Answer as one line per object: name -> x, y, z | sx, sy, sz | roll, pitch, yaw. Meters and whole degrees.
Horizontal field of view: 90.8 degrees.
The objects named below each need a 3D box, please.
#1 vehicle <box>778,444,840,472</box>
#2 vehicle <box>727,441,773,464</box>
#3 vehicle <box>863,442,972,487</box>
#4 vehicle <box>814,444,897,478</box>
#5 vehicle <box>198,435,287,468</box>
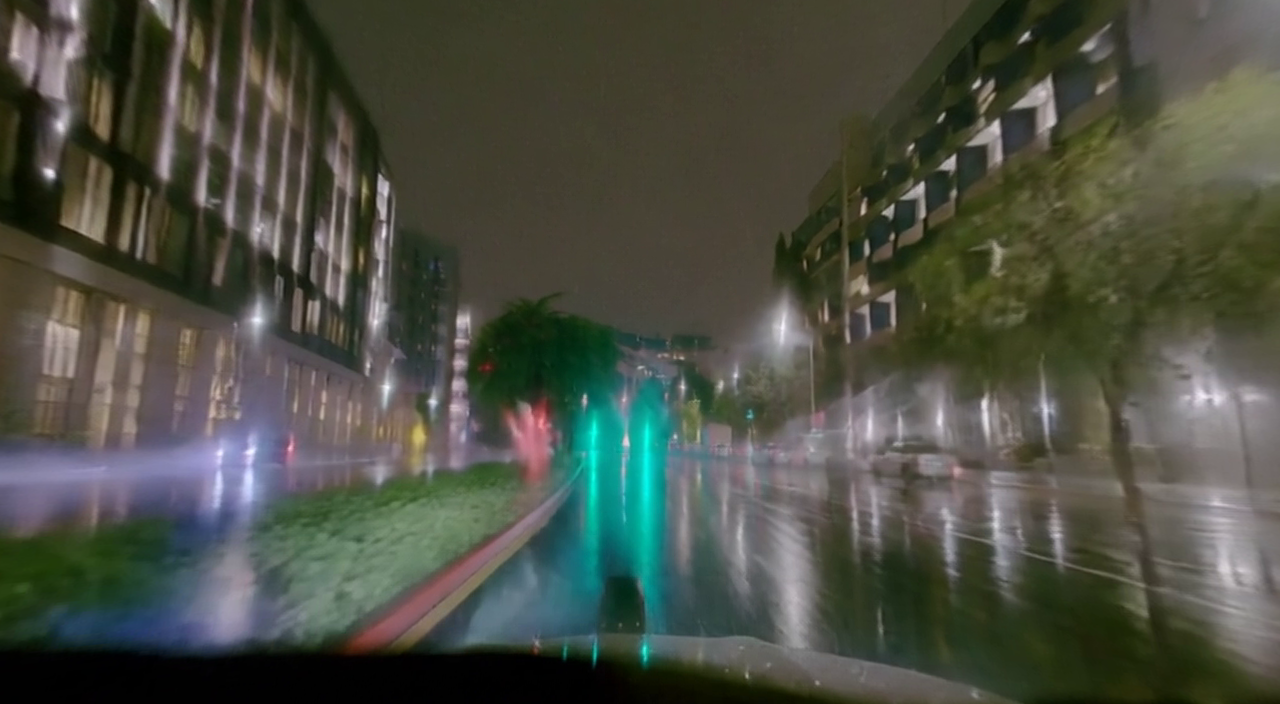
vehicle -> 9.582, 6.043, 36.162 | 1.895, 1.467, 4.885 | 0, -9, -4
vehicle -> 8.462, 7.829, 49.261 | 2.050, 1.699, 5.584 | 1, -9, -6
vehicle -> 10.366, 4.205, 23.996 | 1.907, 1.524, 4.381 | 0, -9, -4
vehicle -> 10.119, 5.163, 30.129 | 1.838, 1.466, 4.704 | 1, -9, -6
vehicle -> -19.643, 4.901, 31.432 | 1.938, 1.524, 4.107 | 1, -8, -4
